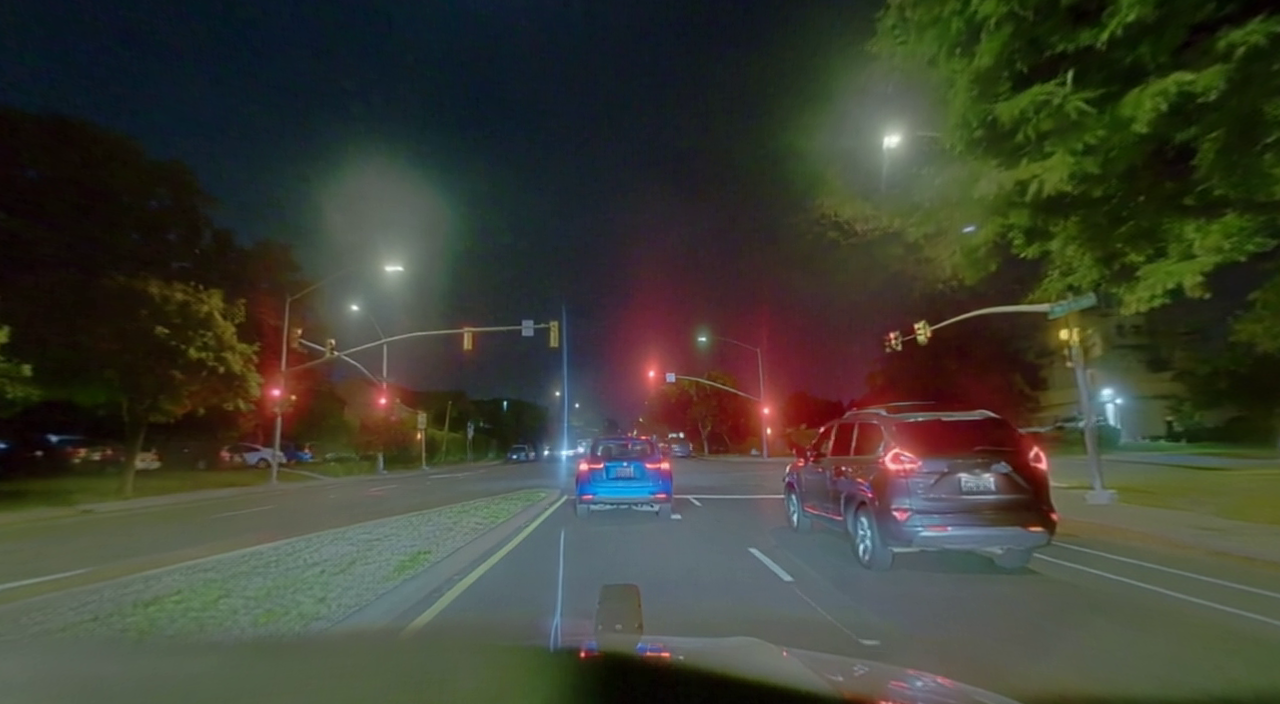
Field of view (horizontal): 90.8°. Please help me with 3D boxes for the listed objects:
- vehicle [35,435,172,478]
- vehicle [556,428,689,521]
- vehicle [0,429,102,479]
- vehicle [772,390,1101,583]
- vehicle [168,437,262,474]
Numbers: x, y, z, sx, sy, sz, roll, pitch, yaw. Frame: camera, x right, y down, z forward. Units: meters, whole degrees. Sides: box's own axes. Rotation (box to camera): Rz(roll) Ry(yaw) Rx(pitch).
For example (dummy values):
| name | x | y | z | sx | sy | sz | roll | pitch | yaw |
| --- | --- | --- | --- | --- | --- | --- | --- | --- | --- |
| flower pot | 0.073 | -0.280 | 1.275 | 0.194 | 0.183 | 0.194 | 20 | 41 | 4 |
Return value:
| name | x | y | z | sx | sy | sz | roll | pitch | yaw |
| --- | --- | --- | --- | --- | --- | --- | --- | --- | --- |
| vehicle | -28.514 | 5.544 | 33.871 | 5.119 | 2.119 | 2.199 | 5 | -9 | -30 |
| vehicle | -0.321 | 2.370 | 12.790 | 2.177 | 1.512 | 4.682 | 0 | -9 | -1 |
| vehicle | -28.895 | 4.748 | 29.510 | 5.285 | 2.200 | 2.387 | 4 | -9 | -32 |
| vehicle | 3.192 | 1.564 | 8.069 | 2.046 | 1.768 | 4.370 | 0 | -9 | 0 |
| vehicle | -28.423 | 6.902 | 42.341 | 4.943 | 2.110 | 2.217 | 3 | -11 | -39 |
